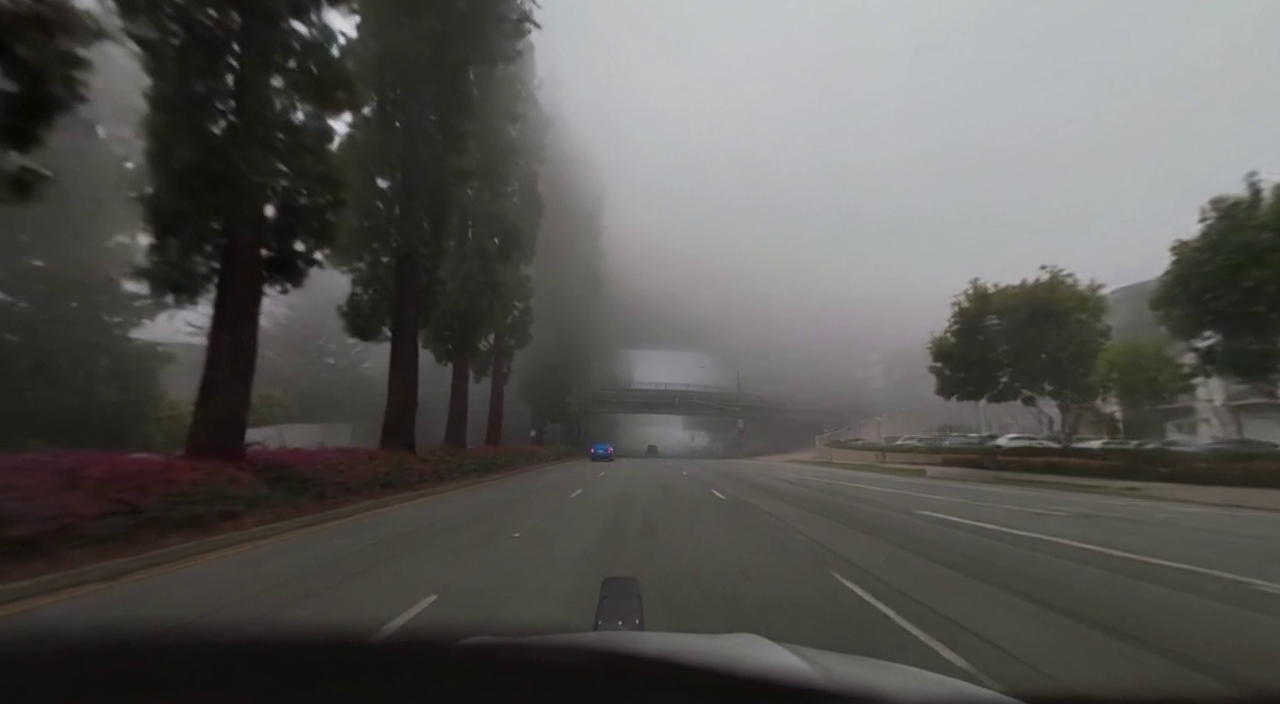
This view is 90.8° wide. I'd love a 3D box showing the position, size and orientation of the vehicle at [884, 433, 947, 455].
[{"bbox_3d":[19.790,6.603,45.416,3.688,1.489,1.667,1,-9,-4],"label":"vehicle"}]
